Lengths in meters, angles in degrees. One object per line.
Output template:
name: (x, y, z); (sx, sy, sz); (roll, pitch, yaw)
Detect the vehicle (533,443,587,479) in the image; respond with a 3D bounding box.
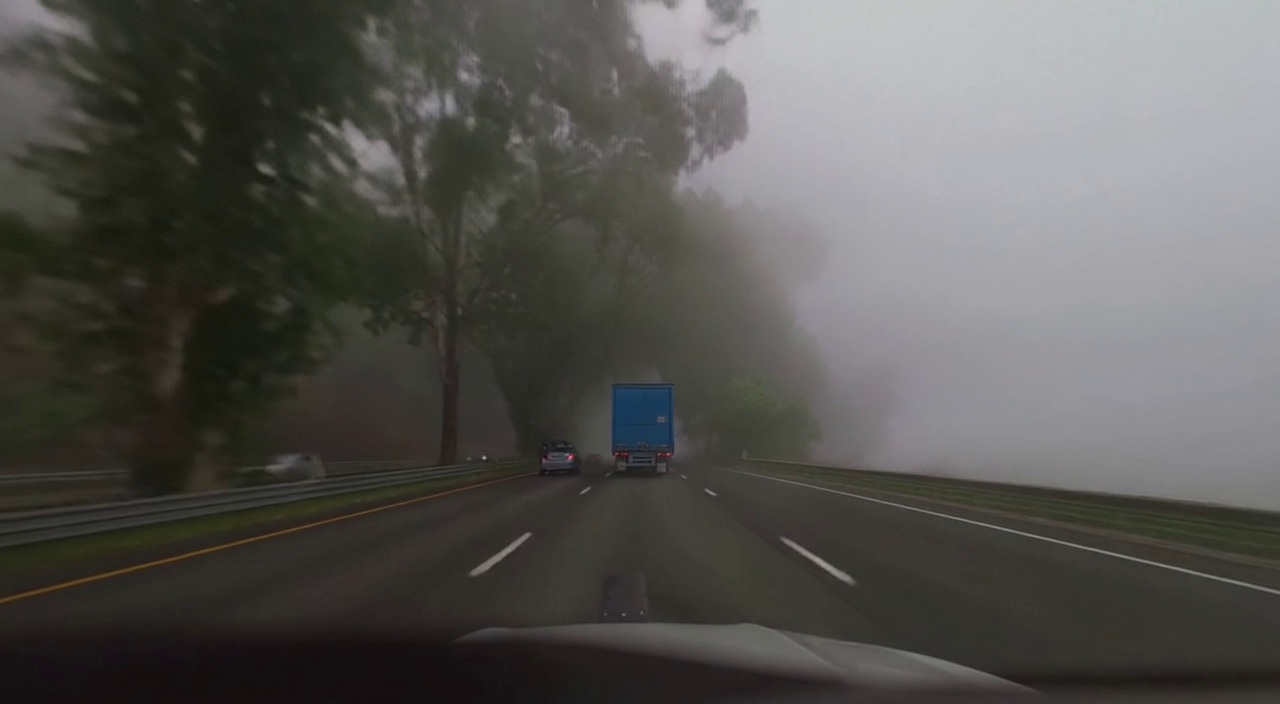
vehicle: (-3.880, 5.386, 31.409); (2.018, 1.632, 4.722); (0, -9, 1)

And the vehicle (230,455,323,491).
vehicle: (-16.230, 5.398, 28.351); (1.779, 1.438, 3.897); (0, -9, 1)

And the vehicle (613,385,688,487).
vehicle: (0.470, 3.870, 28.380); (2.821, 3.878, 8.925); (0, -9, 1)
